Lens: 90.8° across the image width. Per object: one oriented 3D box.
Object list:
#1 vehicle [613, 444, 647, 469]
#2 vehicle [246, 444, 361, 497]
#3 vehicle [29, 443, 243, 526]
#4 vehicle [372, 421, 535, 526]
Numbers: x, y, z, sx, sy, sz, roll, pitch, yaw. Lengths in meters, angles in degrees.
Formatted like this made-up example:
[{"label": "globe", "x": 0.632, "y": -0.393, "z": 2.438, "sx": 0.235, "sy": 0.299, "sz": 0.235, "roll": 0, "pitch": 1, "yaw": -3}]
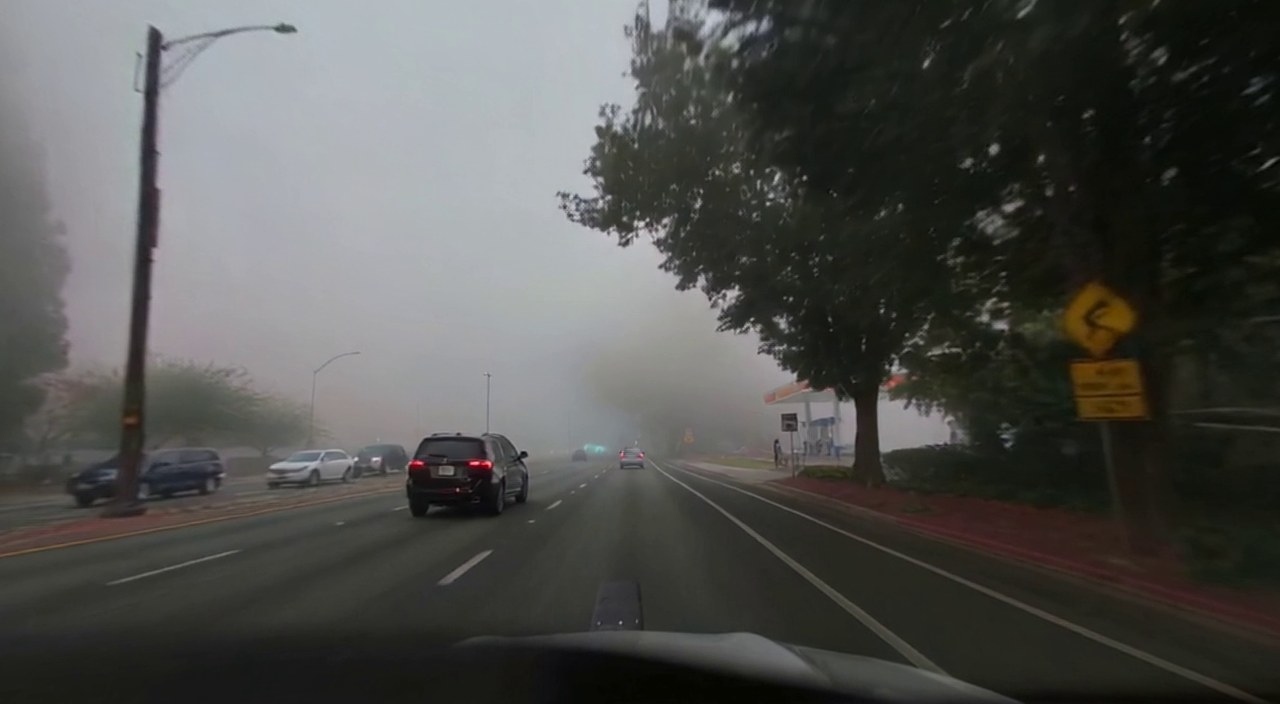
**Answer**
[{"label": "vehicle", "x": -0.663, "y": 7.332, "z": 44.581, "sx": 2.190, "sy": 1.662, "sz": 4.167, "roll": 0, "pitch": -8, "yaw": 2}, {"label": "vehicle", "x": -11.893, "y": 4.158, "z": 22.691, "sx": 1.861, "sy": 1.550, "sz": 4.321, "roll": -4, "pitch": -8, "yaw": -1}, {"label": "vehicle", "x": -11.838, "y": 3.064, "z": 15.311, "sx": 1.843, "sy": 1.512, "sz": 4.221, "roll": -3, "pitch": -7, "yaw": -2}, {"label": "vehicle", "x": -3.567, "y": 2.412, "z": 13.112, "sx": 1.985, "sy": 1.772, "sz": 4.479, "roll": 0, "pitch": -8, "yaw": 0}]
